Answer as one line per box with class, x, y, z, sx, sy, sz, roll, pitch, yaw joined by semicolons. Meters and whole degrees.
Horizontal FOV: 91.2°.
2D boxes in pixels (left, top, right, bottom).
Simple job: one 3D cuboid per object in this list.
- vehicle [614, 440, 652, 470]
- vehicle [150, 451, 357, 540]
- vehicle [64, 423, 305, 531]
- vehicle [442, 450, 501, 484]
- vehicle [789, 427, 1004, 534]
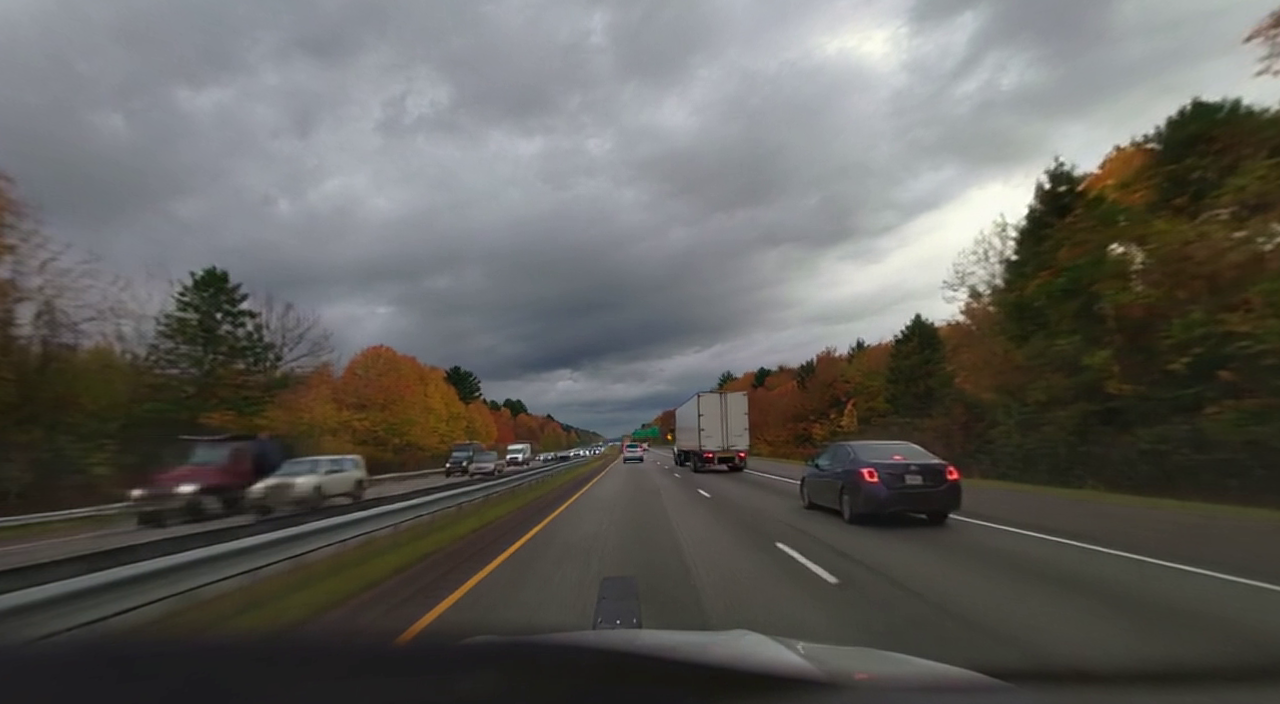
vehicle;-0.431;6.352;38.778;2.168;1.705;4.272;-1;-9;0
vehicle;-8.305;3.056;14.067;1.943;1.634;4.240;-1;-9;0
vehicle;-13.651;3.763;19.729;2.380;2.710;6.976;-1;-9;-1
vehicle;-8.810;6.045;33.173;1.971;1.628;4.243;-1;-9;0
vehicle;4.232;2.193;11.255;1.997;1.504;4.236;-1;-9;-1
